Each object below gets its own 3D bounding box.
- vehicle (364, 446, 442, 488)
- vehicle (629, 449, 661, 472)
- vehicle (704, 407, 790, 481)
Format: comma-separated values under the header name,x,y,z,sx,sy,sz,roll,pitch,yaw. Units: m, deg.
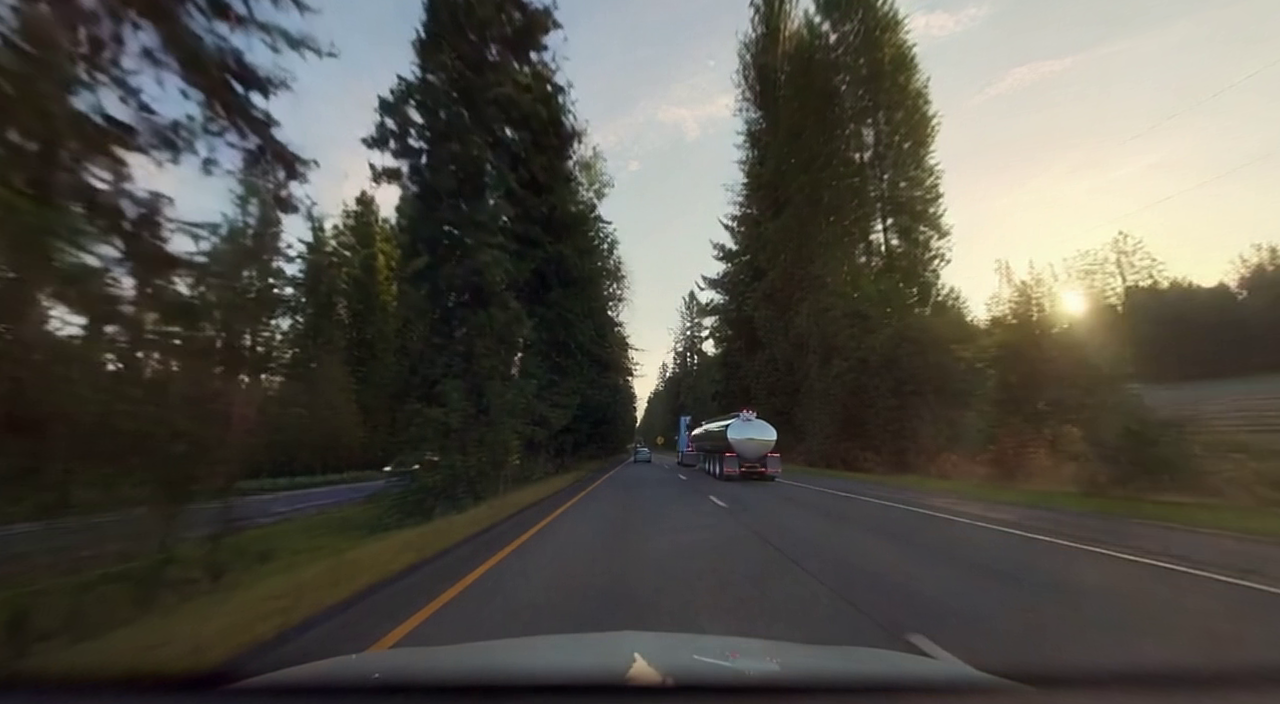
name,x,y,z,sx,sy,sz,roll,pitch,yaw
vehicle,-12.096,5.890,32.563,2.050,1.959,4.928,0,-9,0
vehicle,0.282,6.875,40.072,1.926,1.386,3.615,0,-9,0
vehicle,4.791,4.374,29.796,2.718,3.034,7.395,0,-9,0
